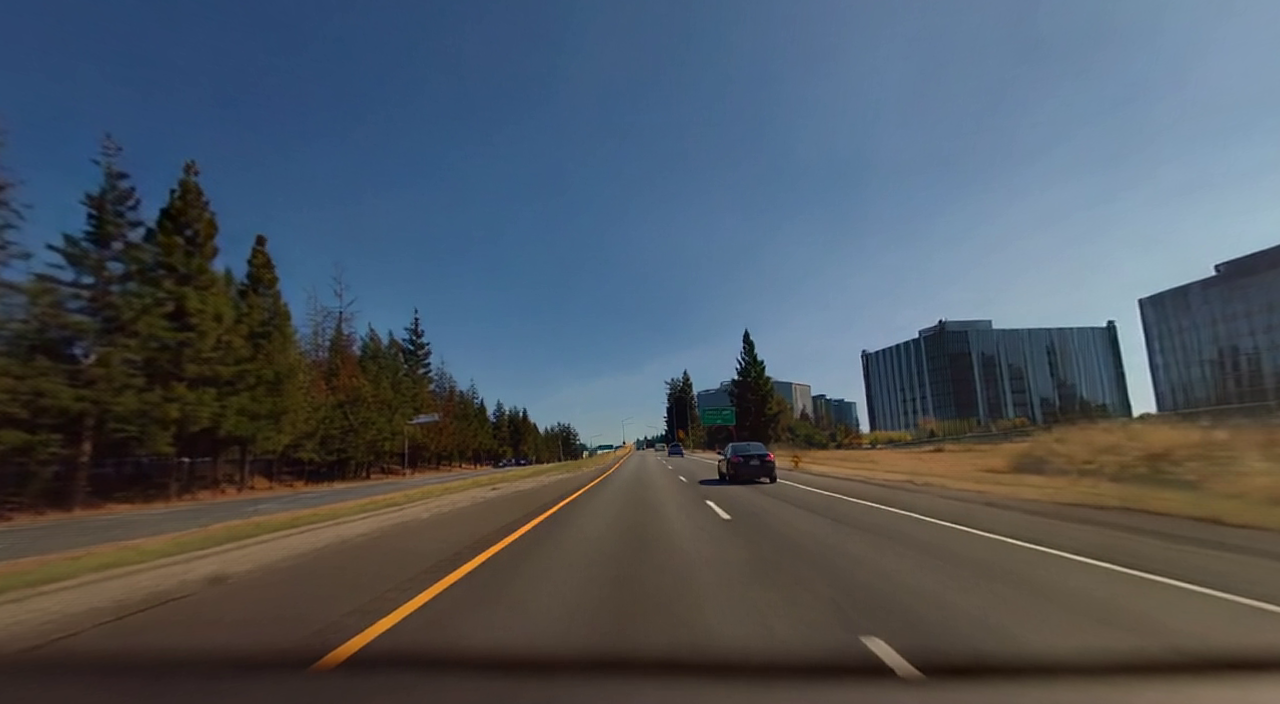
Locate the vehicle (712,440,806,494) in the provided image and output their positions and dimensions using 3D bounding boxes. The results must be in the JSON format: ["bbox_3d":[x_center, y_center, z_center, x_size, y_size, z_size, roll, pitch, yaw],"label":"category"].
[{"bbox_3d":[3.682,3.646,20.446,2.042,1.518,4.477,0,-8,-2],"label":"vehicle"}]
